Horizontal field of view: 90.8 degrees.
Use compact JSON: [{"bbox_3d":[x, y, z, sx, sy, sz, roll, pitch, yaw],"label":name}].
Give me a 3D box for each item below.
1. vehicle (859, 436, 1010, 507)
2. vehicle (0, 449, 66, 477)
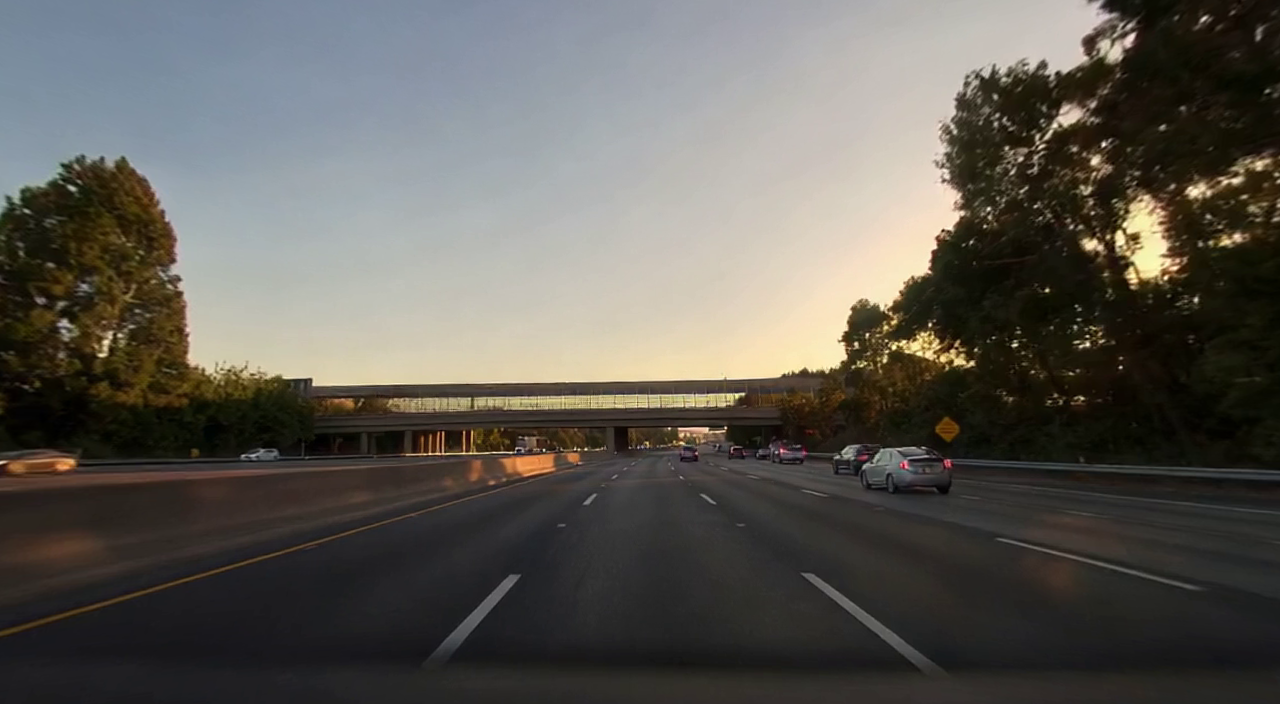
[{"bbox_3d":[7.581,3.096,16.805,1.862,1.613,4.316,0,-9,-1],"label":"vehicle"},{"bbox_3d":[-34.641,6.114,34.879,1.712,1.458,4.420,0,-9,0],"label":"vehicle"}]
